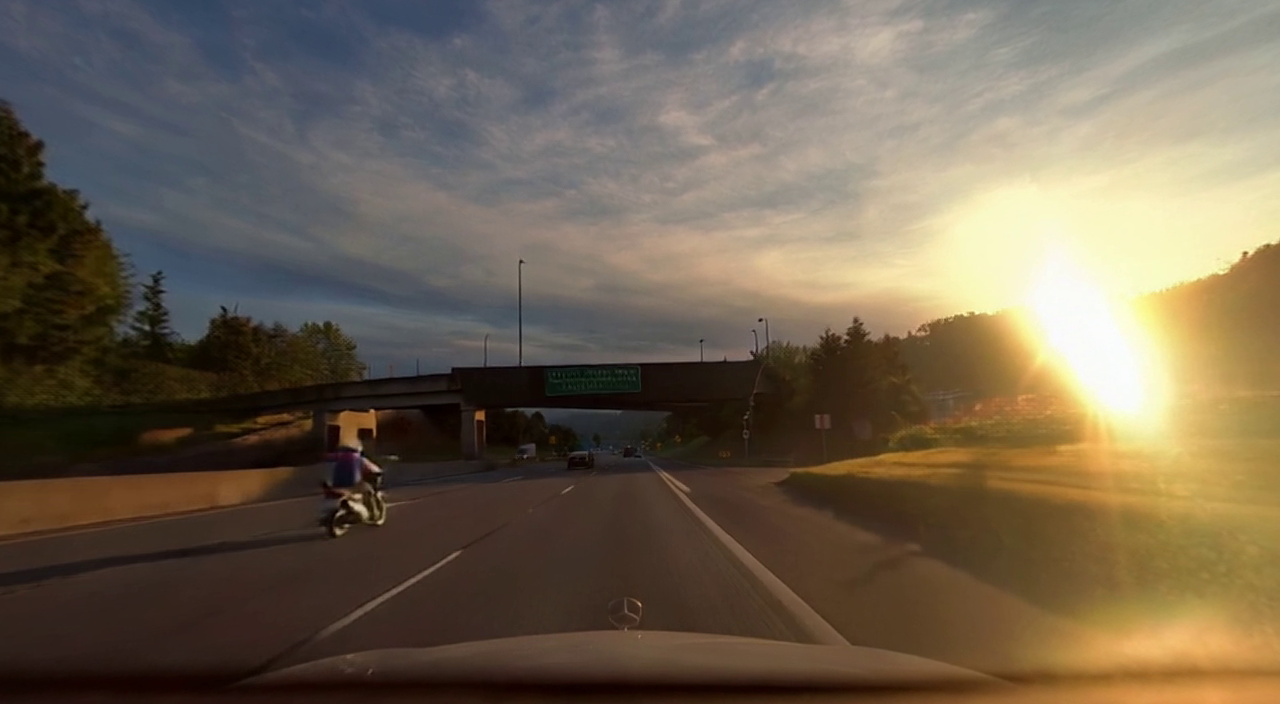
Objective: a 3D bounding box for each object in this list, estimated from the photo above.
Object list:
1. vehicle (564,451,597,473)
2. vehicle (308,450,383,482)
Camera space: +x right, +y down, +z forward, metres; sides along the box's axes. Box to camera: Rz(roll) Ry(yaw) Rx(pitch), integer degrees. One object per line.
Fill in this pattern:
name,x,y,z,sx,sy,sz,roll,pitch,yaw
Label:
vehicle,-4.237,7.916,45.745,1.992,1.504,4.117,0,-9,0
vehicle,-16.376,6.337,35.333,1.951,1.637,4.647,0,-9,0
